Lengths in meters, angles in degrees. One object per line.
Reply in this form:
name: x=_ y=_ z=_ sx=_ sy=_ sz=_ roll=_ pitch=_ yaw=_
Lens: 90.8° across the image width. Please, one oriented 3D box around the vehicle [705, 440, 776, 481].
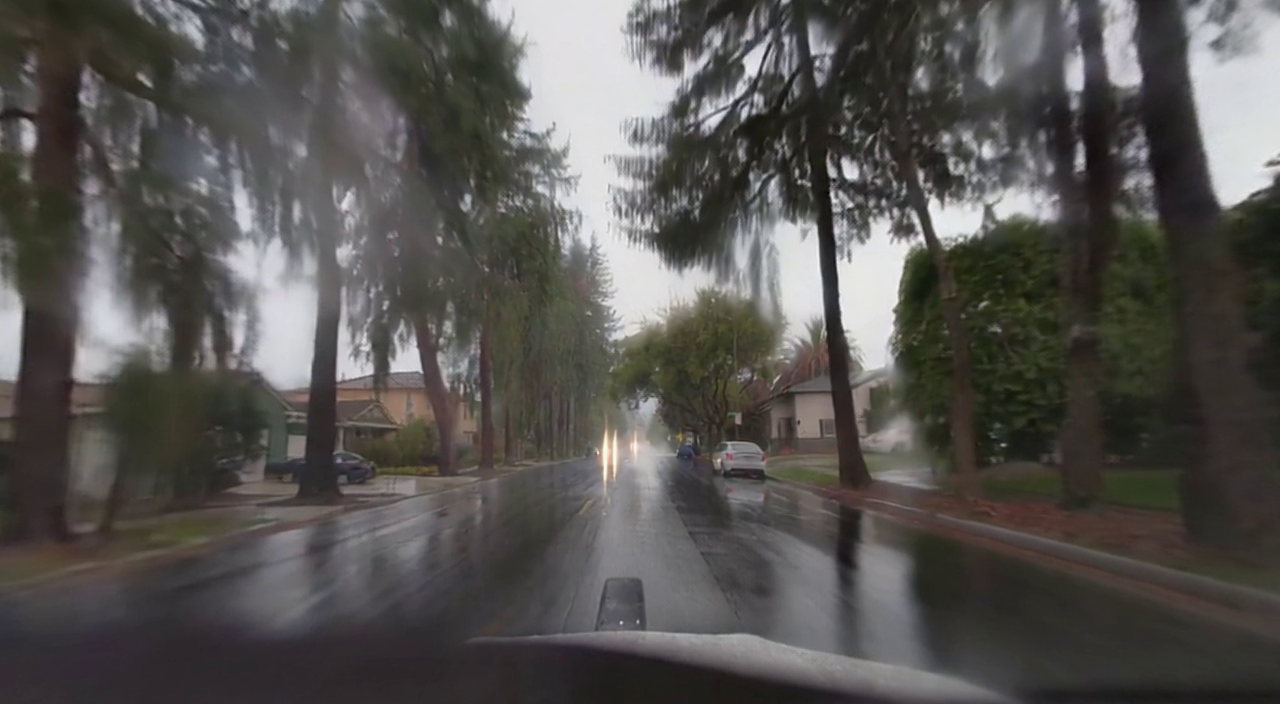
vehicle: x=3.867 y=4.240 z=25.004 sx=2.013 sy=1.473 sz=4.329 roll=0 pitch=-8 yaw=-1
